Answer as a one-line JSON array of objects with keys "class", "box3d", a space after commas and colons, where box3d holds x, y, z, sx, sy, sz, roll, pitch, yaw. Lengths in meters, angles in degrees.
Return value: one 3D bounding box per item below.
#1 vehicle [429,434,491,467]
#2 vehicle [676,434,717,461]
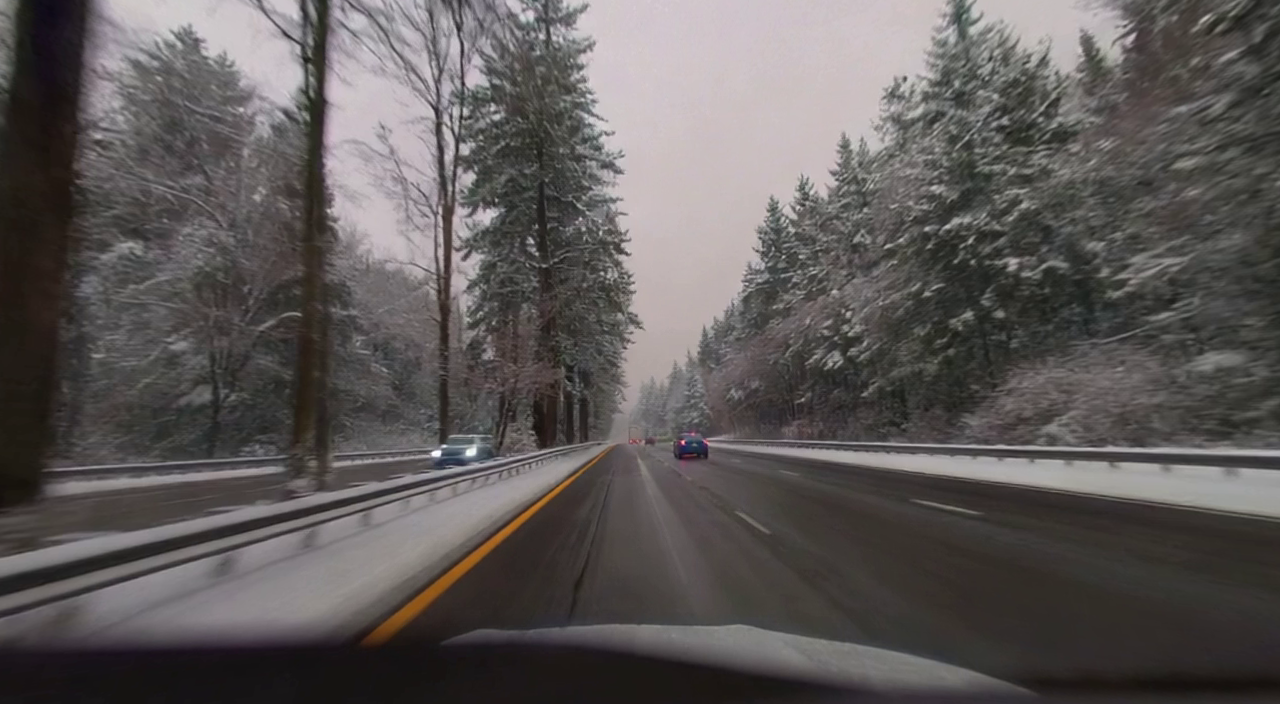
[{"class": "vehicle", "box3d": [-9.200, 5.045, 32.554, 1.973, 1.593, 4.516, 0, -8, -1]}, {"class": "vehicle", "box3d": [3.336, 5.710, 37.934, 2.017, 1.502, 4.369, 0, -8, -1]}]
